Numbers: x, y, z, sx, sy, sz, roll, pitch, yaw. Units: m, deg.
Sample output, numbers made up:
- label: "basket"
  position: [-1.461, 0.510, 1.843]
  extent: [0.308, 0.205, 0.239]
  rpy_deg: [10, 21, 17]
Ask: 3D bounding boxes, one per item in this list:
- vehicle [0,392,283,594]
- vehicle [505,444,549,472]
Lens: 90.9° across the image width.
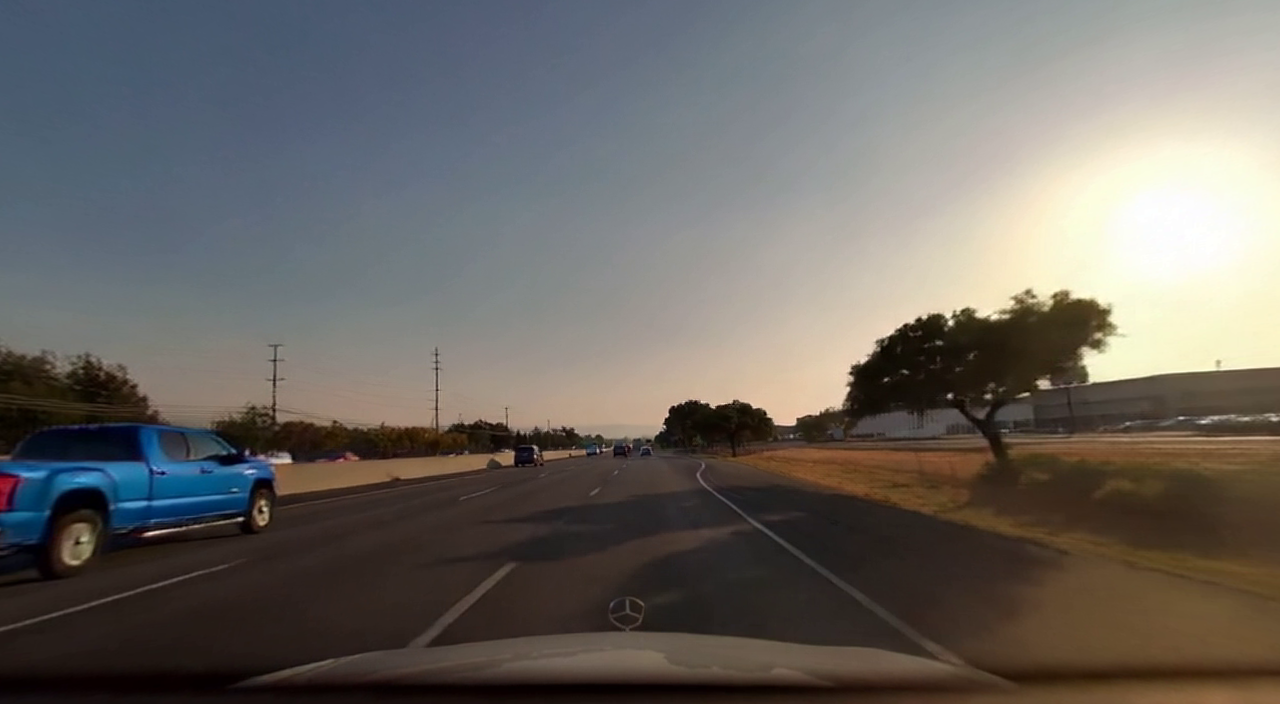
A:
- label: "vehicle"
  position: [-7.203, 1.602, 7.726]
  extent: [2.156, 1.911, 5.956]
  rpy_deg: [0, -8, 0]
- label: "vehicle"
  position: [-7.274, 6.825, 40.994]
  extent: [2.021, 1.699, 4.324]
  rpy_deg: [0, -8, 1]
